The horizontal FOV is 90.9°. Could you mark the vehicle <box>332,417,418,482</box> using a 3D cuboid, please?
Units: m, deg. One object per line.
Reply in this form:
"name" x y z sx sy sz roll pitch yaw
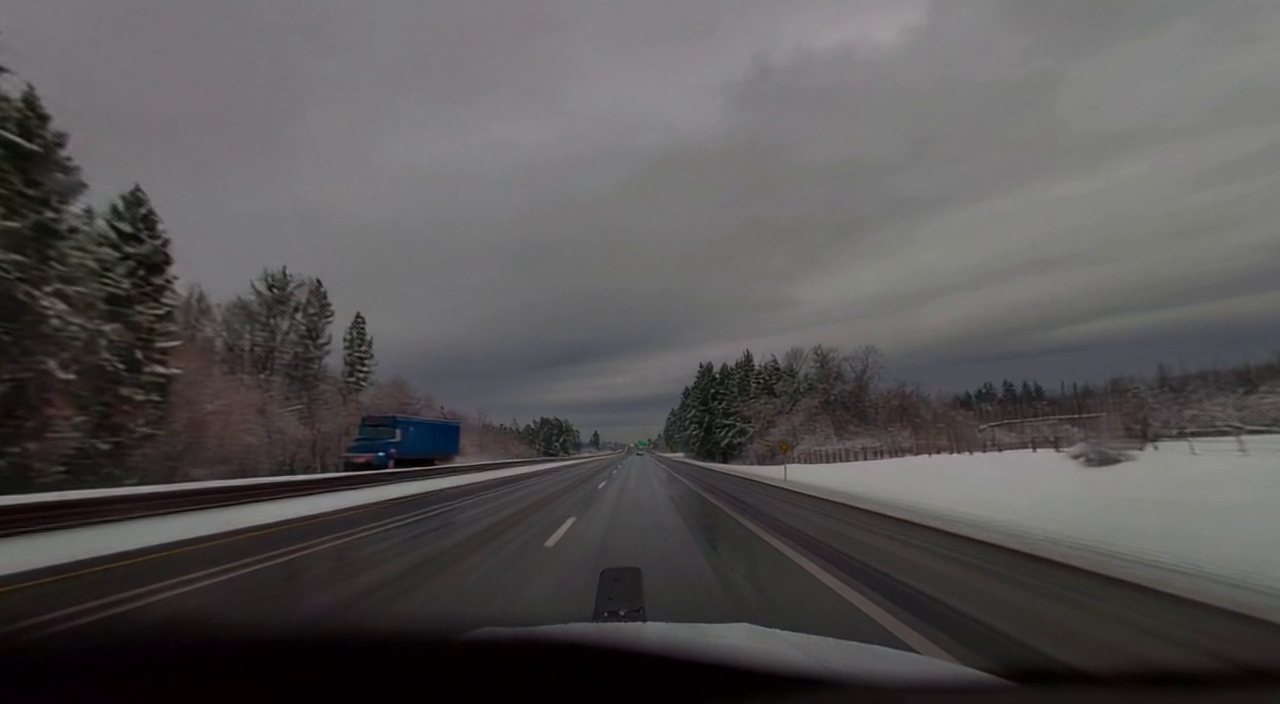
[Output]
"vehicle" -17.463 6.506 42.099 3.017 3.974 5.953 0 -9 0
